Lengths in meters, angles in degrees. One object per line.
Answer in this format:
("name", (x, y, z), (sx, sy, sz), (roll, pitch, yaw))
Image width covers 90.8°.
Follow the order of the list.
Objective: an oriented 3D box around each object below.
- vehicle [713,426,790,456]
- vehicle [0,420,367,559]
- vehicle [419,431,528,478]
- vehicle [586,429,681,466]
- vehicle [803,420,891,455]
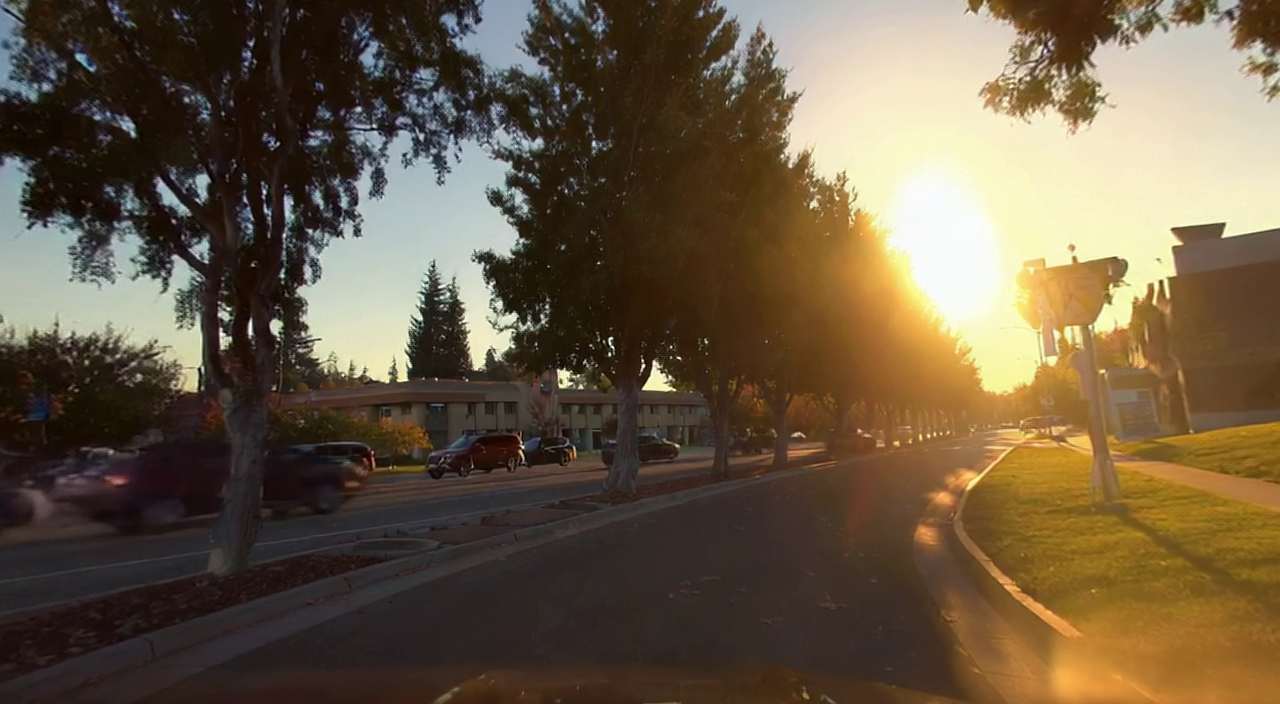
("vehicle", (6.666, 5.285, 37.380), (2.146, 1.555, 4.810), (-11, -14, 41))
("vehicle", (-7.861, 2.187, 11.144), (1.954, 1.639, 5.229), (-9, -8, 39))
("vehicle", (-8.265, 5.058, 31.728), (2.134, 1.924, 4.911), (-7, -7, 41))
("vehicle", (-0.268, 5.101, 34.045), (2.313, 1.688, 5.015), (-10, -11, 40))
("vehicle", (10.652, 4.401, 32.235), (2.201, 1.574, 5.060), (-11, -13, 42))
